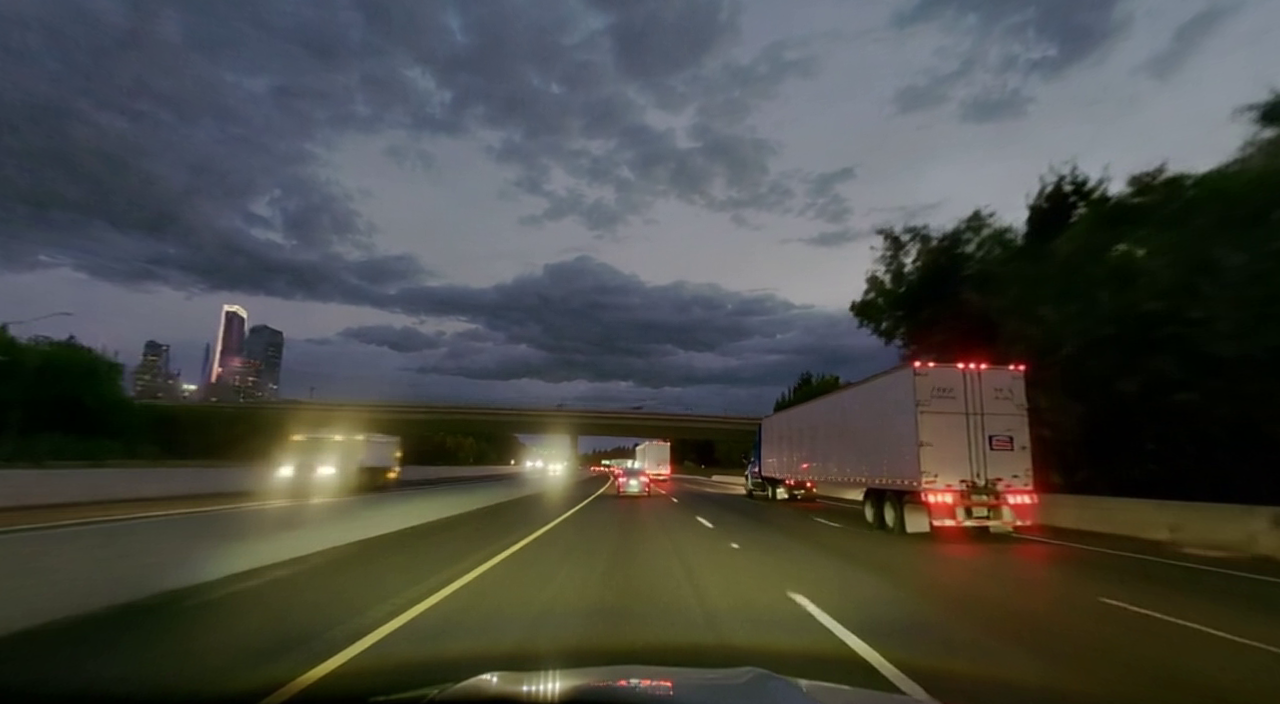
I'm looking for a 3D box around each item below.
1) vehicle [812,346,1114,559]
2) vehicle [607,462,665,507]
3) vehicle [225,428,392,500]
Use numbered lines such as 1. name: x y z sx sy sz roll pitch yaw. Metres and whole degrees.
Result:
1. vehicle: 6.736 2.467 15.160 2.839 3.684 8.091 1 -11 0
2. vehicle: -0.166 5.085 24.374 2.067 1.552 3.601 1 -11 -1
3. vehicle: -9.699 3.425 19.174 1.997 1.794 5.701 1 -11 0
